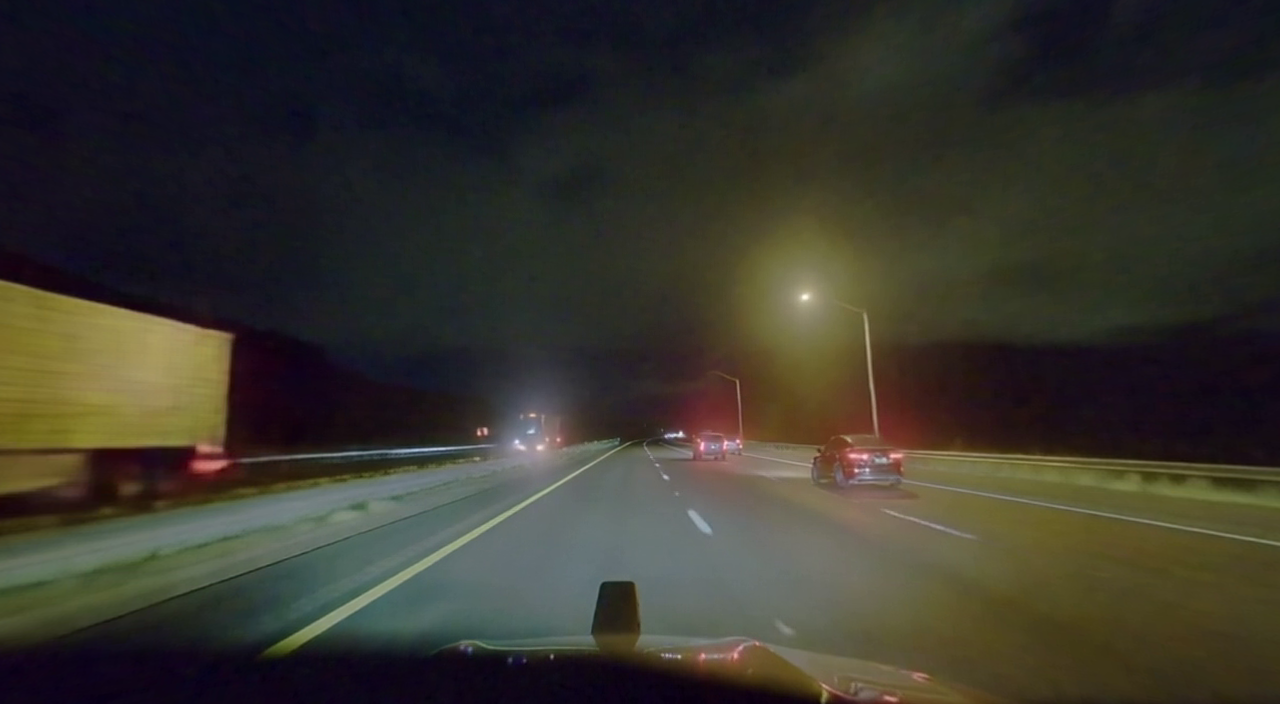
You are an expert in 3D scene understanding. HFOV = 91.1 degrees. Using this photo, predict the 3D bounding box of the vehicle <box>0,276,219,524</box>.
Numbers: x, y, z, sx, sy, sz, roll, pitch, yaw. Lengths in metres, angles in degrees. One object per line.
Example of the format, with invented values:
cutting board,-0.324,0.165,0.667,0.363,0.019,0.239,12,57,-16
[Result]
vehicle,-12.419,0.581,8.888,3.293,4.139,14.123,0,-8,-1

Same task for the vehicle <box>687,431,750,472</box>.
vehicle,3.253,4.204,26.946,2.084,1.583,4.420,0,-8,-1

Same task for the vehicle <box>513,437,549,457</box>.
vehicle,-8.586,7.517,49.959,1.946,1.496,5.056,0,-8,0
